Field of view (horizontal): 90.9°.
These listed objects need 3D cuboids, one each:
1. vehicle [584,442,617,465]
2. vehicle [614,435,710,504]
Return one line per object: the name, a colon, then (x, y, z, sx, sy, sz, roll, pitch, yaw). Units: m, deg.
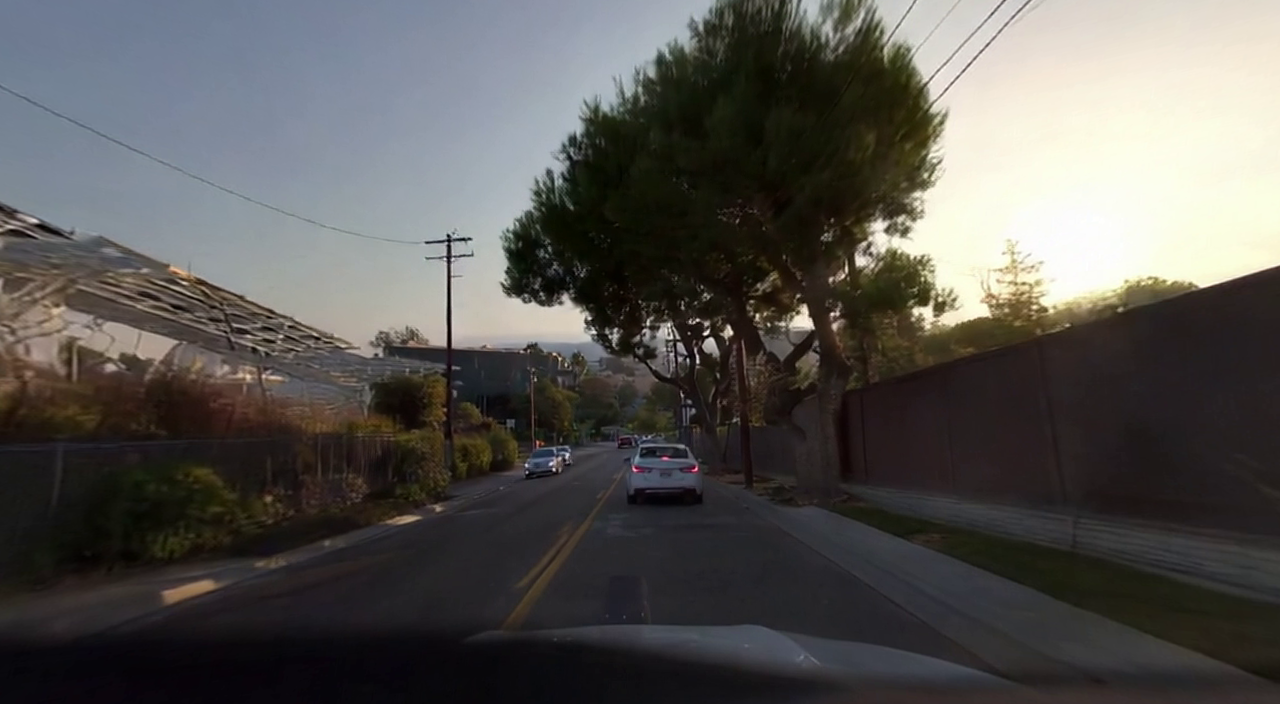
vehicle: (-2.972, 7.711, 48.169, 2.086, 1.536, 4.294, -5, -8, 0)
vehicle: (0.492, 2.830, 15.667, 2.060, 1.487, 3.920, 0, -8, 1)
